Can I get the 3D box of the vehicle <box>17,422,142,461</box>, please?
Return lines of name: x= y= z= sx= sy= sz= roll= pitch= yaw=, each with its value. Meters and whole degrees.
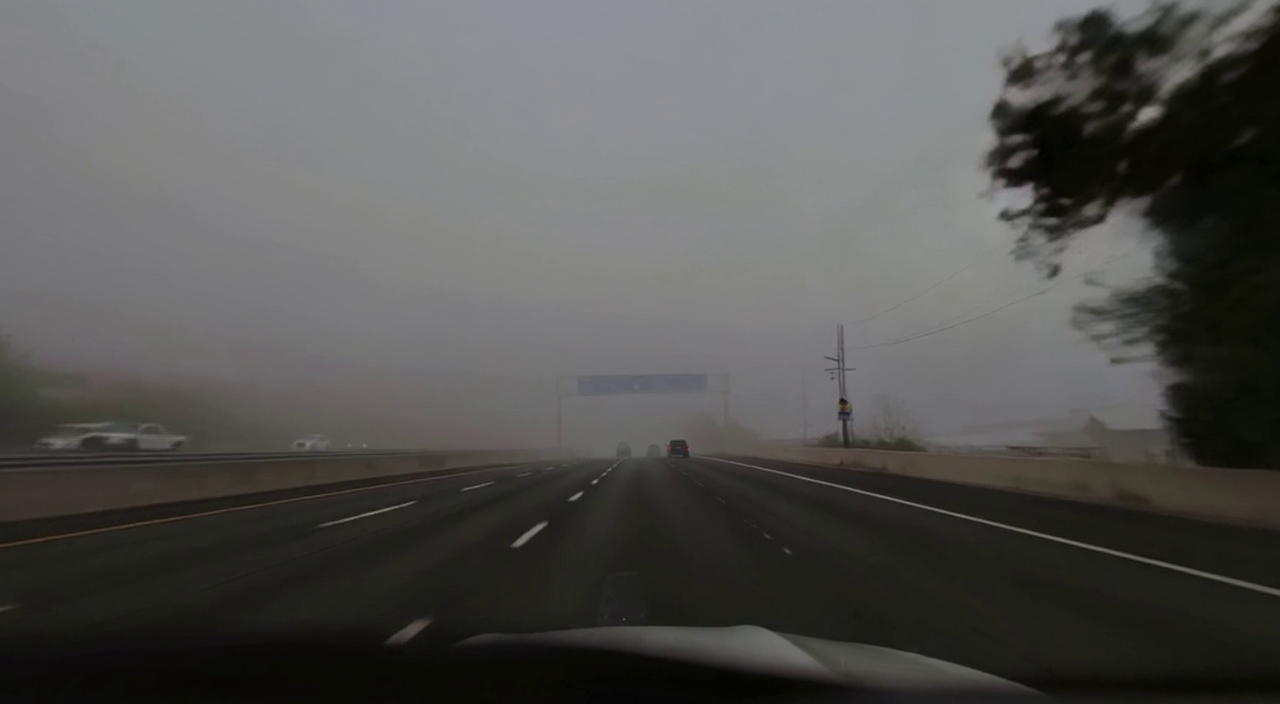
vehicle: x=-26.151 y=4.211 z=29.636 sx=1.943 sy=1.713 sz=4.243 roll=0 pitch=-8 yaw=0

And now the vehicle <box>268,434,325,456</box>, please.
vehicle: x=-26.070 y=7.060 z=48.036 sx=1.843 sy=1.595 sz=4.423 roll=0 pitch=-8 yaw=-1

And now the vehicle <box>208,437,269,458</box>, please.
vehicle: x=-29.956 y=7.145 z=47.202 sx=1.765 sy=1.501 sz=4.267 roll=0 pitch=-8 yaw=0

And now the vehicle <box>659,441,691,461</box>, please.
vehicle: x=2.637 y=7.585 z=48.425 sx=2.036 sy=1.486 sz=4.375 roll=0 pitch=-8 yaw=-2
